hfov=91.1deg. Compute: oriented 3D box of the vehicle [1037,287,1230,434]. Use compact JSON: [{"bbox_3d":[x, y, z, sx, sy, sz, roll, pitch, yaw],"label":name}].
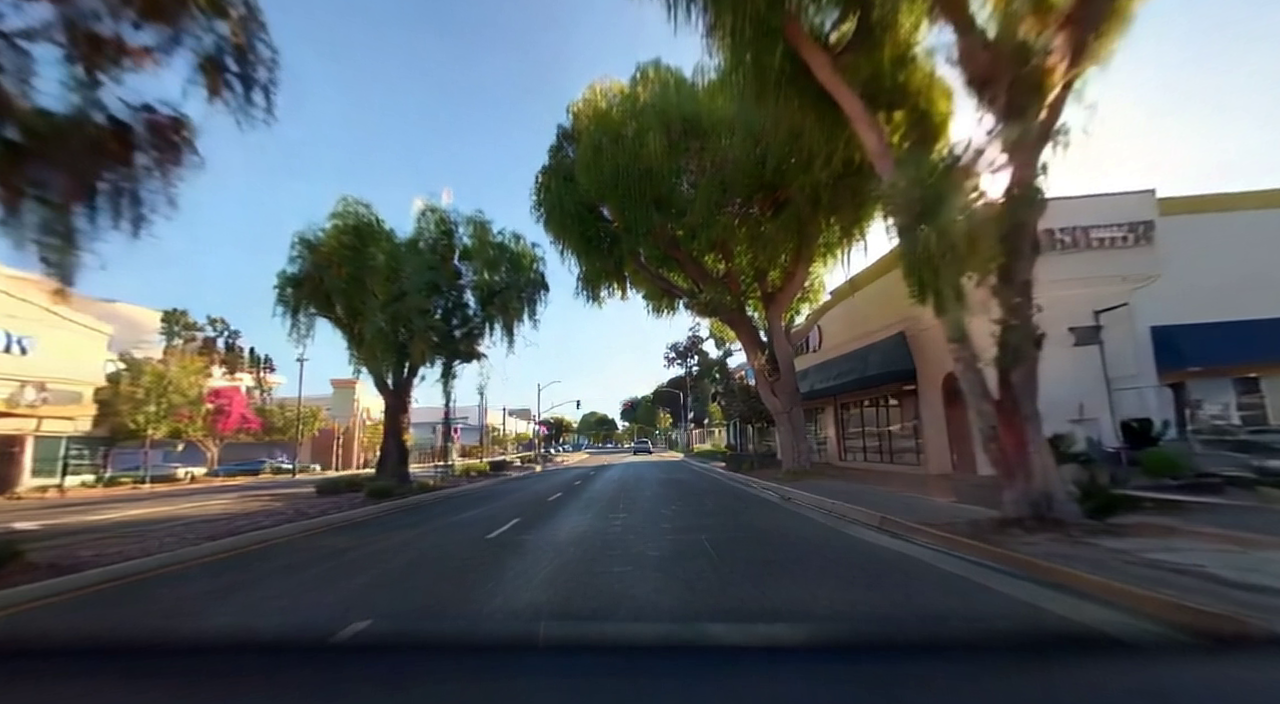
[{"bbox_3d":[10.400,0.406,13.107,4.592,2.160,2.015,10,-19,-41],"label":"vehicle"}]
